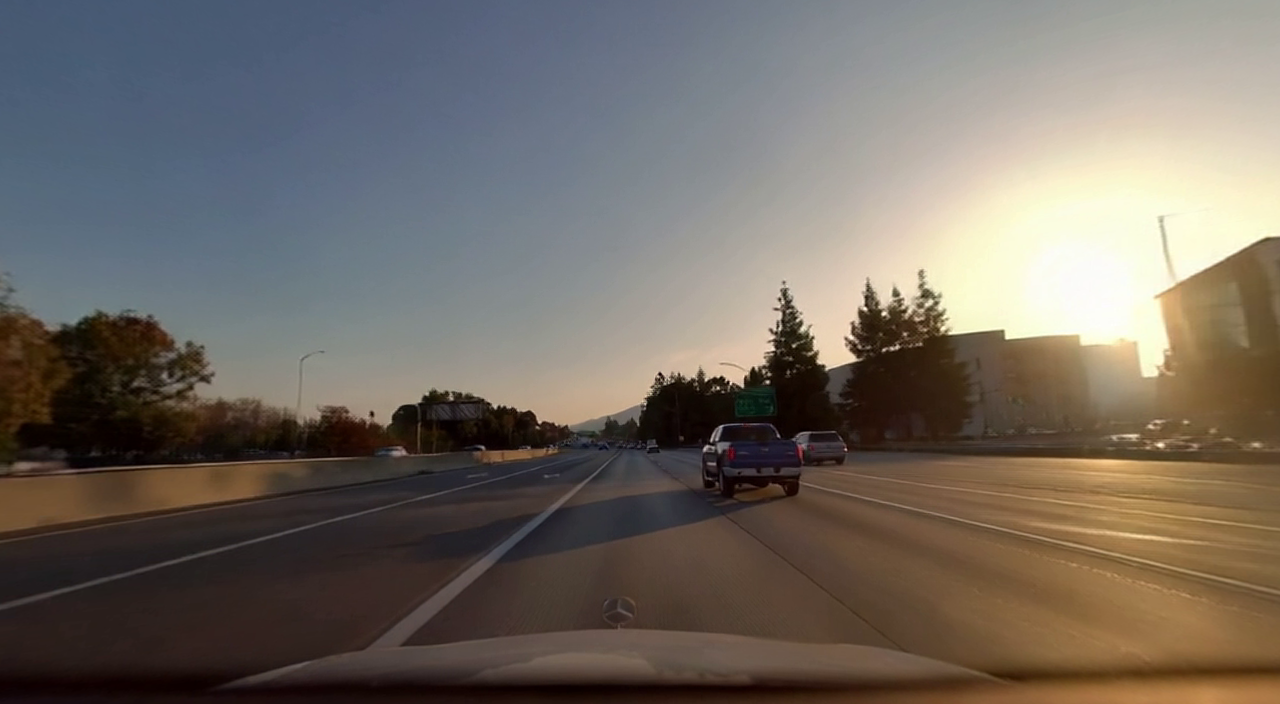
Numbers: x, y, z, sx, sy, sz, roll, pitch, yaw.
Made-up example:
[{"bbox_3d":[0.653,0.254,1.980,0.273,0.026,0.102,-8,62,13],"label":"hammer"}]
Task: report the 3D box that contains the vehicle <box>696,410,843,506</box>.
[{"bbox_3d":[2.930,2.581,15.701,2.462,1.984,4.718,0,-8,-2],"label":"vehicle"}]
